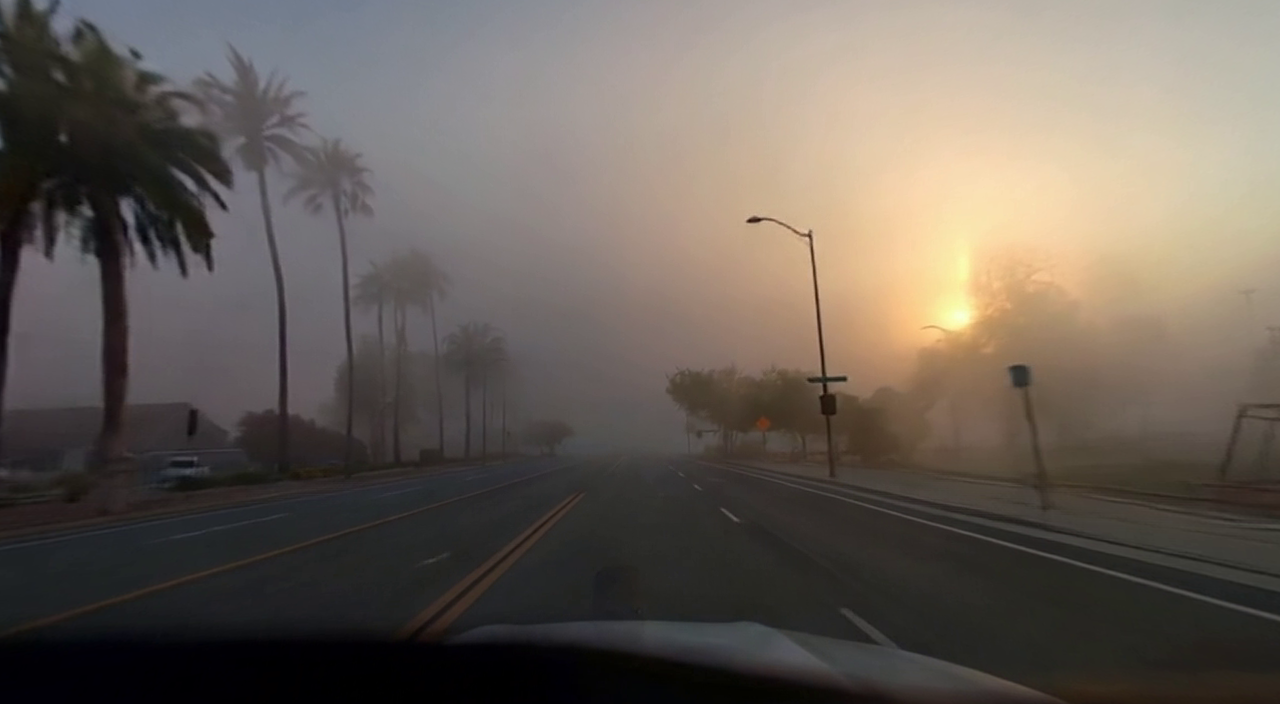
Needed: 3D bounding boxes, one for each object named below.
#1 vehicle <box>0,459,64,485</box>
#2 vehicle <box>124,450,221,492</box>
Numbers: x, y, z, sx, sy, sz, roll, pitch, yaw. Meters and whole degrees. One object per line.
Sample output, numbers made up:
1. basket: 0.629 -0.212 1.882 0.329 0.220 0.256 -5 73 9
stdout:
1. vehicle: -39.739 7.553 39.880 4.368 1.527 2.276 5 -9 -26
2. vehicle: -25.793 6.544 34.794 5.622 1.769 2.331 -9 -7 31
